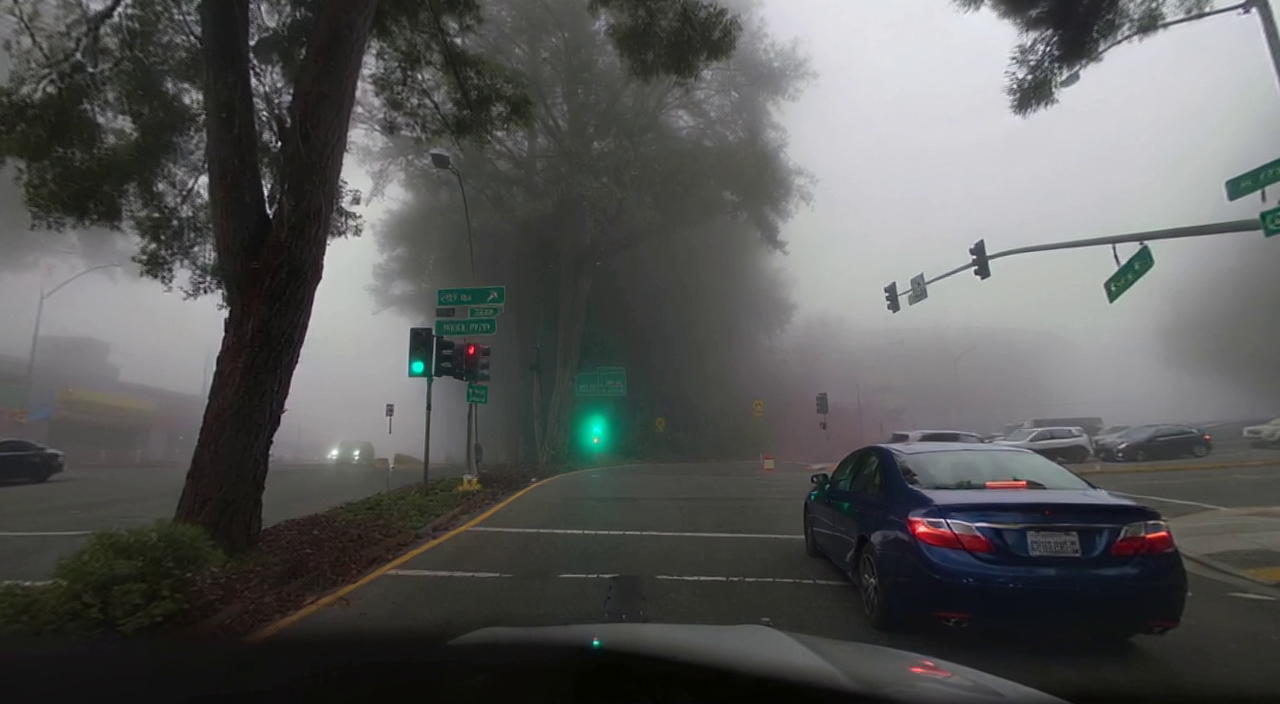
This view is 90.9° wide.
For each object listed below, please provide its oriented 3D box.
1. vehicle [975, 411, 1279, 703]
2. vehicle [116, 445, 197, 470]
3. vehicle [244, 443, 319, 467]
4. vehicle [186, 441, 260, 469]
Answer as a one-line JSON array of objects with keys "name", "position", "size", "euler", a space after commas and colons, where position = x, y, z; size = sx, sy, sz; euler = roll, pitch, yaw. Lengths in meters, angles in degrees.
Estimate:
[{"name": "vehicle", "position": [4.116, 1.067, 3.305], "size": [1.940, 1.487, 4.562], "euler": [0, -8, -4]}, {"name": "vehicle", "position": [-34.099, 7.427, 44.610], "size": [2.079, 1.681, 4.675], "euler": [0, -8, -2]}, {"name": "vehicle", "position": [-23.205, 6.657, 41.012], "size": [2.206, 1.447, 4.697], "euler": [0, -8, -2]}, {"name": "vehicle", "position": [-27.160, 6.698, 41.212], "size": [1.886, 1.694, 4.420], "euler": [0, -8, -2]}]
